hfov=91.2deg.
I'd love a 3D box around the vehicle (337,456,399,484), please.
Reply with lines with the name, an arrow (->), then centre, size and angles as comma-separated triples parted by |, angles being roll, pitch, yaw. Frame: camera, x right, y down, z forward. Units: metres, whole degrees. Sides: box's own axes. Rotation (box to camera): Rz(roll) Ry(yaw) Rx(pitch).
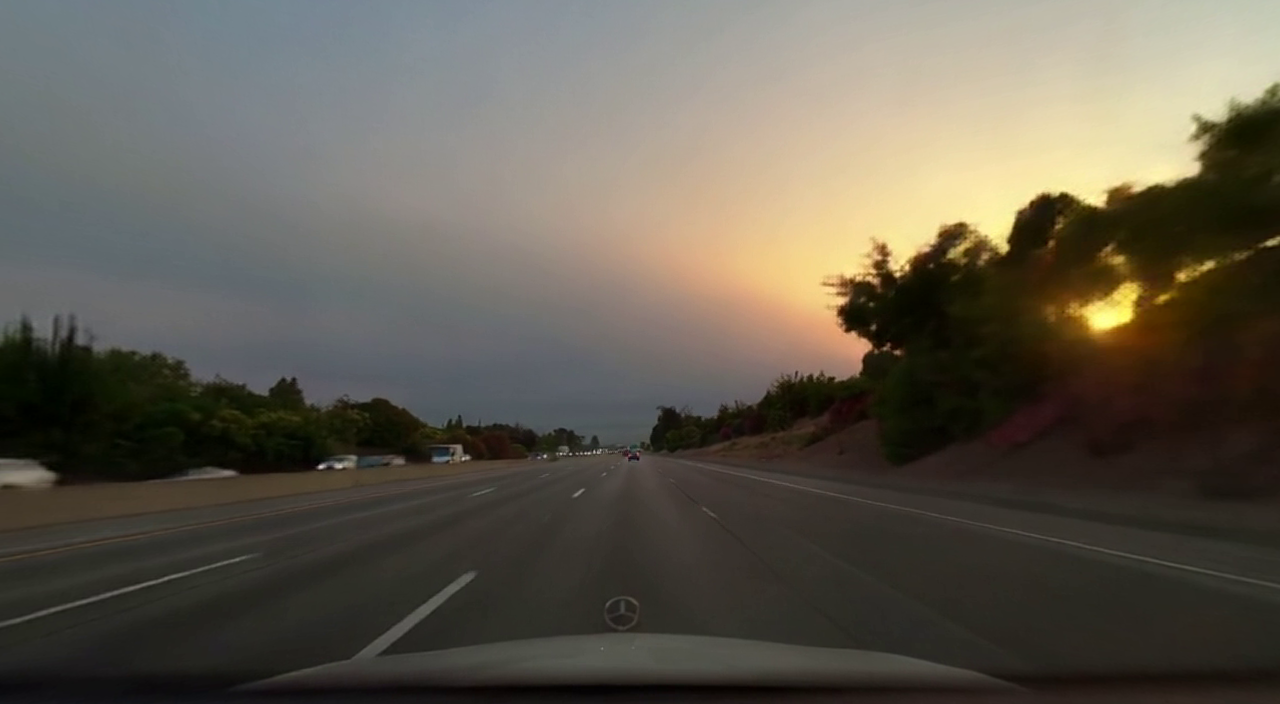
vehicle -> -15.170, 6.559, 35.156 | 1.753, 1.426, 3.920 | 0, -9, 0
